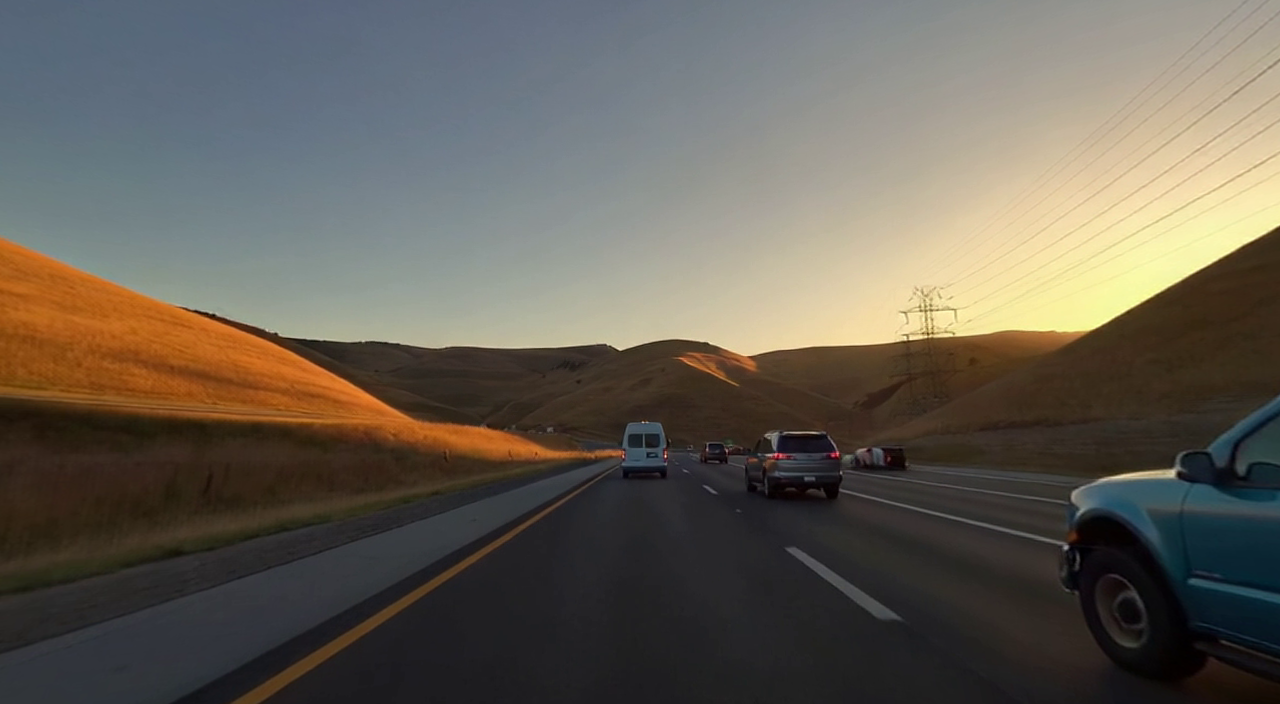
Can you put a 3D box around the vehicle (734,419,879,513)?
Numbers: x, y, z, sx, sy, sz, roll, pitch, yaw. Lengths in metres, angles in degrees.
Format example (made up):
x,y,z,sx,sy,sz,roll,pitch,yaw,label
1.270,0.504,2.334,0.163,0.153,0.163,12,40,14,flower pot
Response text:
x,y,z,sx,sy,sz,roll,pitch,yaw,label
3.605,2.575,14.690,2.139,1.821,4.480,0,-8,0,vehicle

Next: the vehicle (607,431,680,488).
x,y,z,sx,sy,sz,roll,pitch,yaw,label
0.159,3.700,21.963,2.268,1.772,4.523,0,-9,1,vehicle

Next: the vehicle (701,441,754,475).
x,y,z,sx,sy,sz,roll,pitch,yaw,label
4.092,5.029,30.117,1.938,1.466,4.356,0,-9,0,vehicle

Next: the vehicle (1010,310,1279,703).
x,y,z,sx,sy,sz,roll,pitch,yaw,label
3.963,0.619,1.441,2.691,1.901,5.744,0,-9,-1,vehicle
